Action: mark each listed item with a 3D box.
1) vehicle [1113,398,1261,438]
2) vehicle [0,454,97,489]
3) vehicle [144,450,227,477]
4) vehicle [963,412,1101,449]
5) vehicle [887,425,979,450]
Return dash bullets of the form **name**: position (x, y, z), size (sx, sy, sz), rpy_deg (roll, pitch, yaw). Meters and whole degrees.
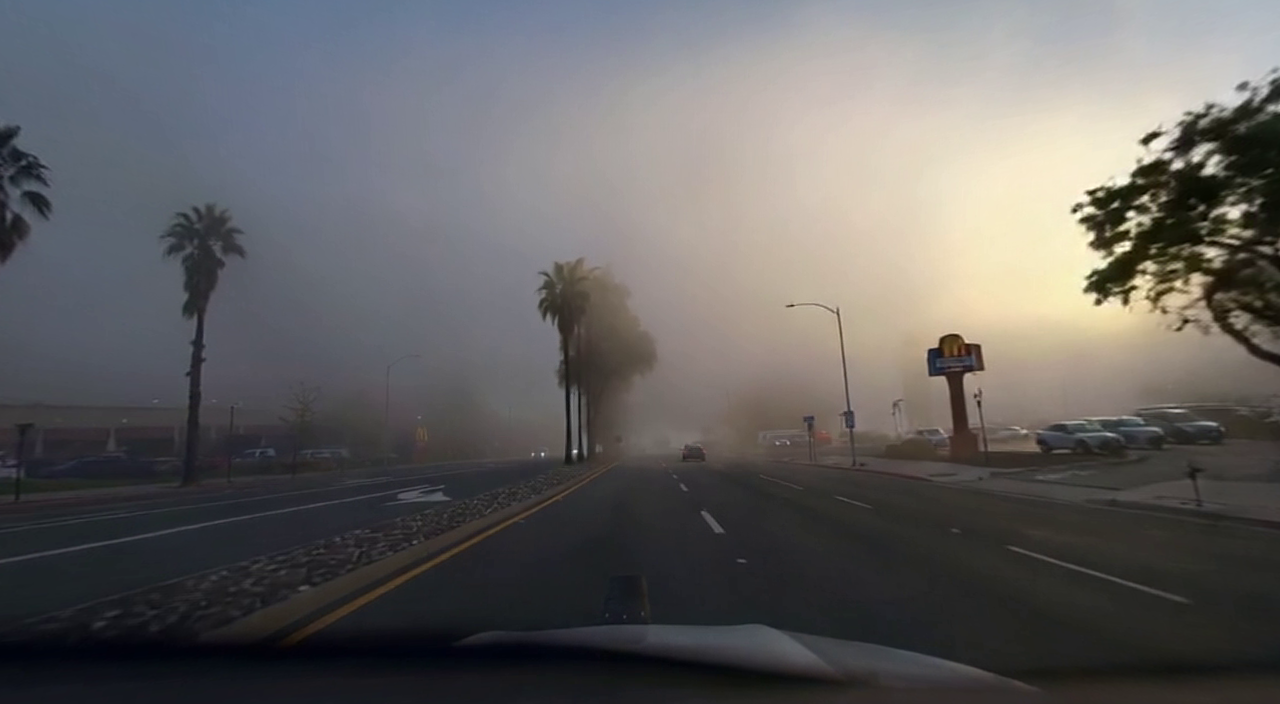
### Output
- **vehicle**: position (30.714, 3.758, 35.583), size (6.052, 2.013, 2.331), rpy_deg (1, -11, 1)
- **vehicle**: position (-28.046, 5.498, 29.224), size (2.023, 1.468, 4.153), rpy_deg (0, -10, 0)
- **vehicle**: position (-28.501, 6.965, 39.744), size (2.067, 1.563, 4.043), rpy_deg (0, -8, 2)
- **vehicle**: position (18.852, 3.829, 30.542), size (5.123, 1.730, 2.183), rpy_deg (0, -8, 3)
- **vehicle**: position (18.104, 5.322, 39.128), size (4.691, 1.545, 1.900), rpy_deg (-1, -8, 4)
